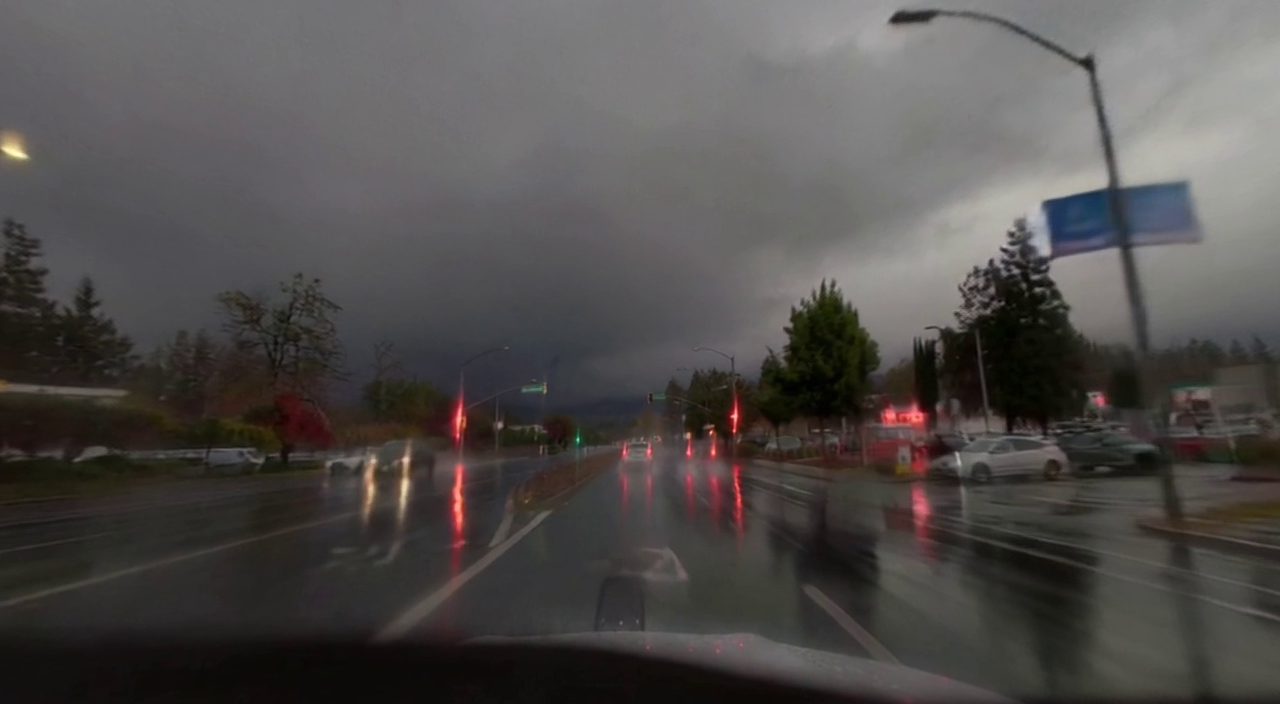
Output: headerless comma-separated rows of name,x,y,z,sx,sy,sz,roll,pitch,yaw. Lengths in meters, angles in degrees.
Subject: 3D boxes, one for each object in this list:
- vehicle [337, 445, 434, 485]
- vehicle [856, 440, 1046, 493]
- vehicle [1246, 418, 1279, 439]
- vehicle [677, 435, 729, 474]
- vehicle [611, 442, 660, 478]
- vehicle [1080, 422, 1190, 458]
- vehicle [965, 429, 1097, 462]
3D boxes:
vehicle,-10.081,4.485,25.487,2.033,1.439,4.567,0,-8,0
vehicle,9.232,3.438,19.149,4.662,1.495,1.998,-1,-8,5
vehicle,46.465,5.679,46.406,1.796,1.439,4.254,-5,-10,31
vehicle,3.006,5.003,30.979,2.046,1.768,4.370,0,-8,-1
vehicle,-0.171,4.520,26.693,1.917,1.418,3.987,0,-8,0
vehicle,23.900,4.289,30.730,1.956,1.626,4.151,1,-8,-1
vehicle,18.135,4.374,29.485,4.793,1.470,1.961,0,-8,1
